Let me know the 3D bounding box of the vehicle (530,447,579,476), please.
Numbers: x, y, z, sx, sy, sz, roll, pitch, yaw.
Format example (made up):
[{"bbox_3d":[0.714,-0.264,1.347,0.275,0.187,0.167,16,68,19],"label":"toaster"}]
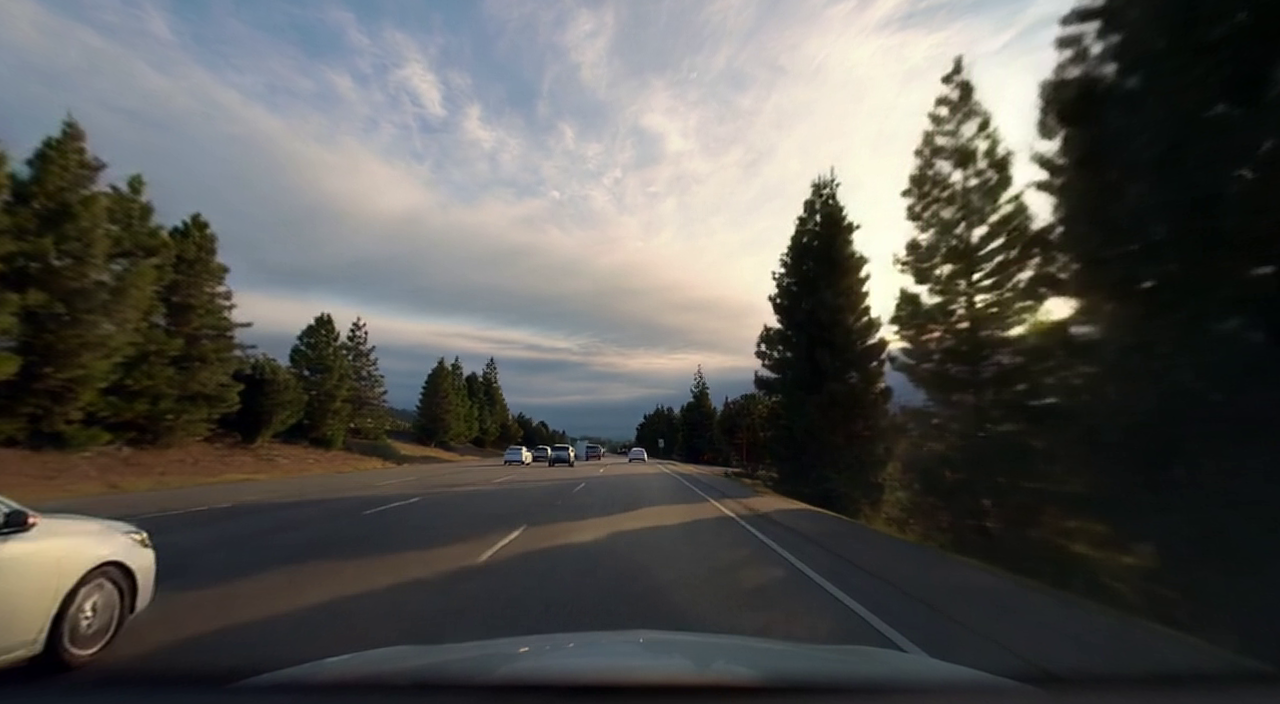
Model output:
[{"bbox_3d":[-4.674,6.028,34.933,2.120,1.458,4.031,0,-9,1],"label":"vehicle"}]
